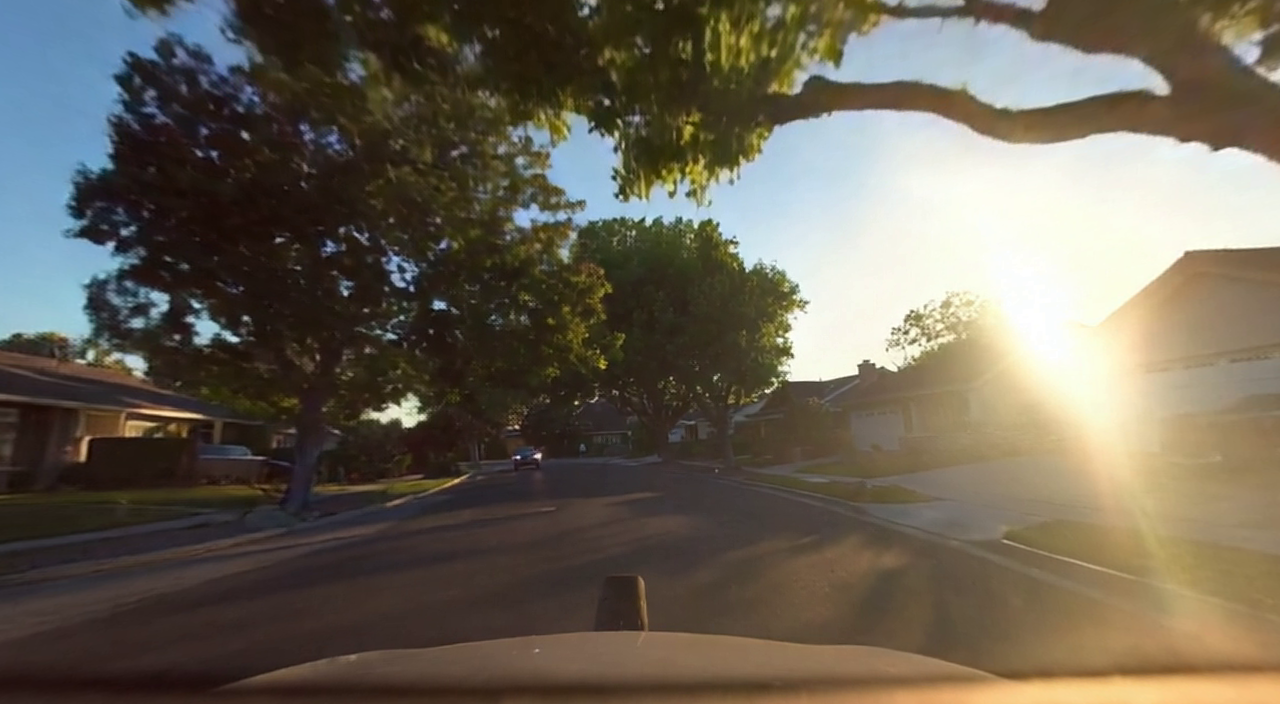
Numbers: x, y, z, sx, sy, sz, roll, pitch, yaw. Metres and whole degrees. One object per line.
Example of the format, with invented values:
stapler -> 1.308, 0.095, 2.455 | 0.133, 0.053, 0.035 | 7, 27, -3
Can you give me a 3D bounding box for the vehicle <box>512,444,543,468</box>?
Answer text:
vehicle -> -8.774, 8.085, 49.440 | 2.217, 1.751, 4.763 | 1, -9, -8
